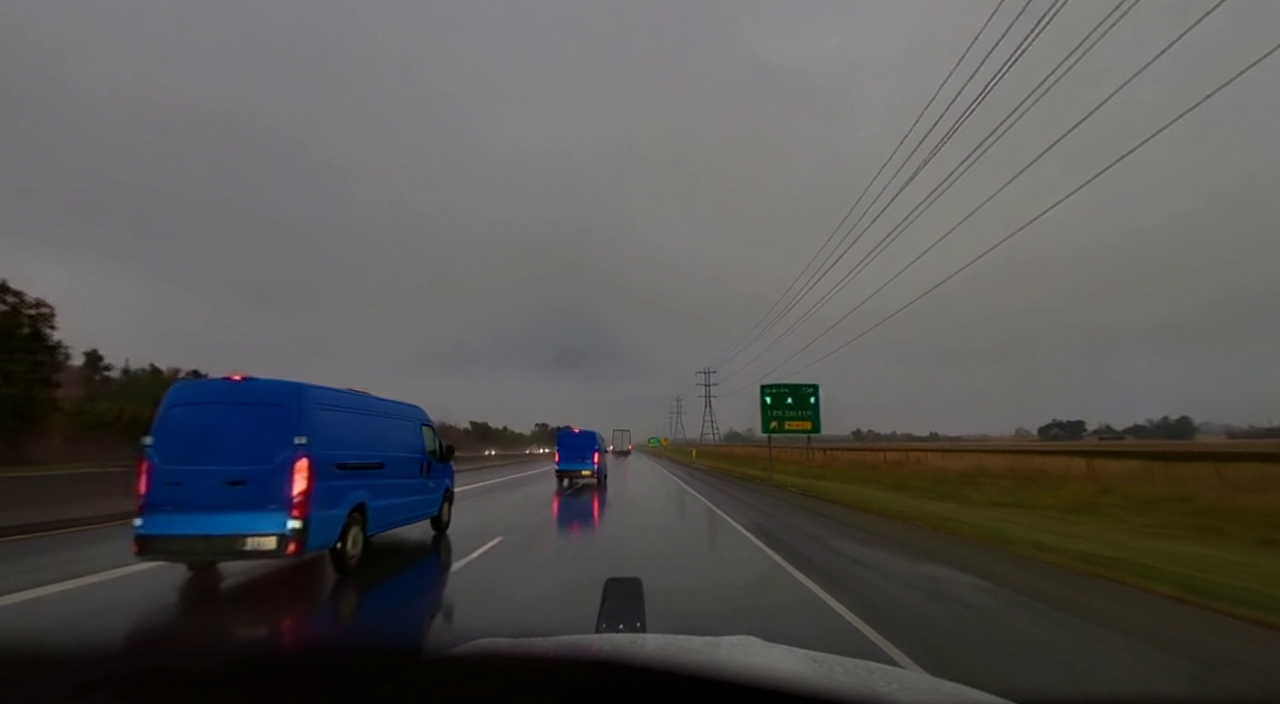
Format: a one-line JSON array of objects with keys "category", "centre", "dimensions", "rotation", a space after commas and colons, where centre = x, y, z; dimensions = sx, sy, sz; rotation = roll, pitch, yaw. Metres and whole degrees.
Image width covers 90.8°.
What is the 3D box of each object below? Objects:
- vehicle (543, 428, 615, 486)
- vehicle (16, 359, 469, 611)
[{"category": "vehicle", "centre": [-2.234, 4.110, 24.842], "dimensions": [2.197, 2.011, 5.130], "rotation": [0, -9, 1]}, {"category": "vehicle", "centre": [-3.861, 1.440, 7.608], "dimensions": [2.145, 2.010, 4.980], "rotation": [0, -9, 0]}]
